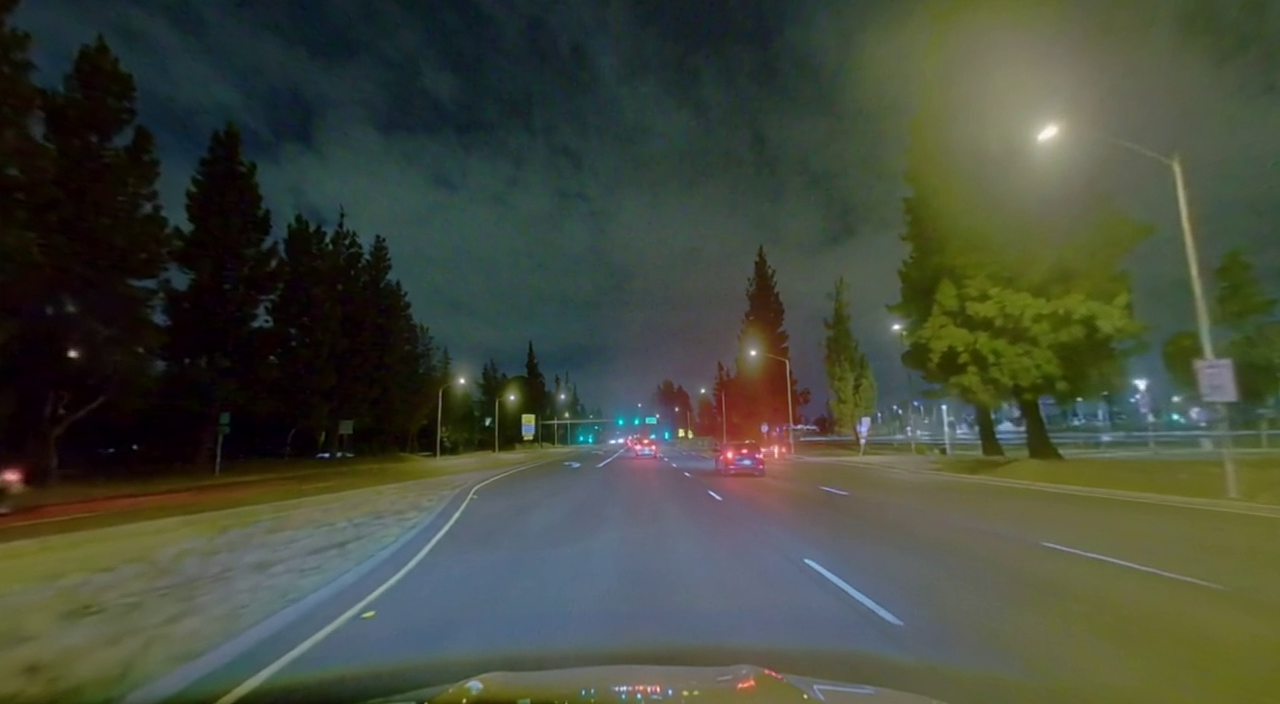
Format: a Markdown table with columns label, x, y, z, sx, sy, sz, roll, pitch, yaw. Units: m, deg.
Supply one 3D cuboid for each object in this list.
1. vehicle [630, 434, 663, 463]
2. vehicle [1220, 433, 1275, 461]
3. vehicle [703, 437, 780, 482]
| label | x | y | z | sx | sy | sz | roll | pitch | yaw |
| --- | --- | --- | --- | --- | --- | --- | --- | --- | --- |
| vehicle | 0.383 | 6.565 | 43.076 | 1.988 | 1.800 | 4.322 | 0 | -8 | -2 |
| vehicle | 38.845 | 6.073 | 40.485 | 1.875 | 1.645 | 4.474 | -6 | -10 | 36 |
| vehicle | 3.618 | 3.903 | 23.346 | 1.948 | 1.479 | 4.620 | 0 | -8 | -2 |
